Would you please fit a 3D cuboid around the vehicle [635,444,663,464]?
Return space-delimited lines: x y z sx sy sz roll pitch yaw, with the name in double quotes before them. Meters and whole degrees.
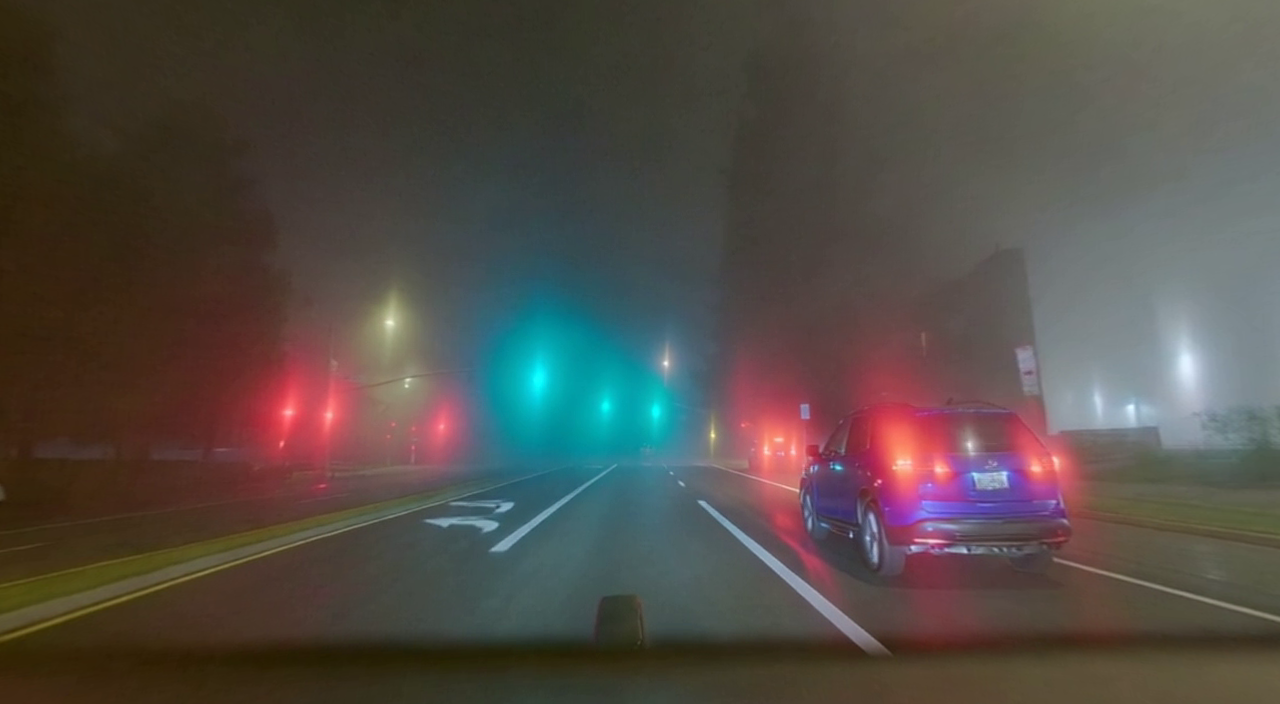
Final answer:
"vehicle" 0.711 7.936 49.055 2.131 1.474 4.146 0 -8 1

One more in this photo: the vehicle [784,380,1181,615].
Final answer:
"vehicle" 3.238 1.473 7.268 2.033 1.865 4.360 0 -8 -1
